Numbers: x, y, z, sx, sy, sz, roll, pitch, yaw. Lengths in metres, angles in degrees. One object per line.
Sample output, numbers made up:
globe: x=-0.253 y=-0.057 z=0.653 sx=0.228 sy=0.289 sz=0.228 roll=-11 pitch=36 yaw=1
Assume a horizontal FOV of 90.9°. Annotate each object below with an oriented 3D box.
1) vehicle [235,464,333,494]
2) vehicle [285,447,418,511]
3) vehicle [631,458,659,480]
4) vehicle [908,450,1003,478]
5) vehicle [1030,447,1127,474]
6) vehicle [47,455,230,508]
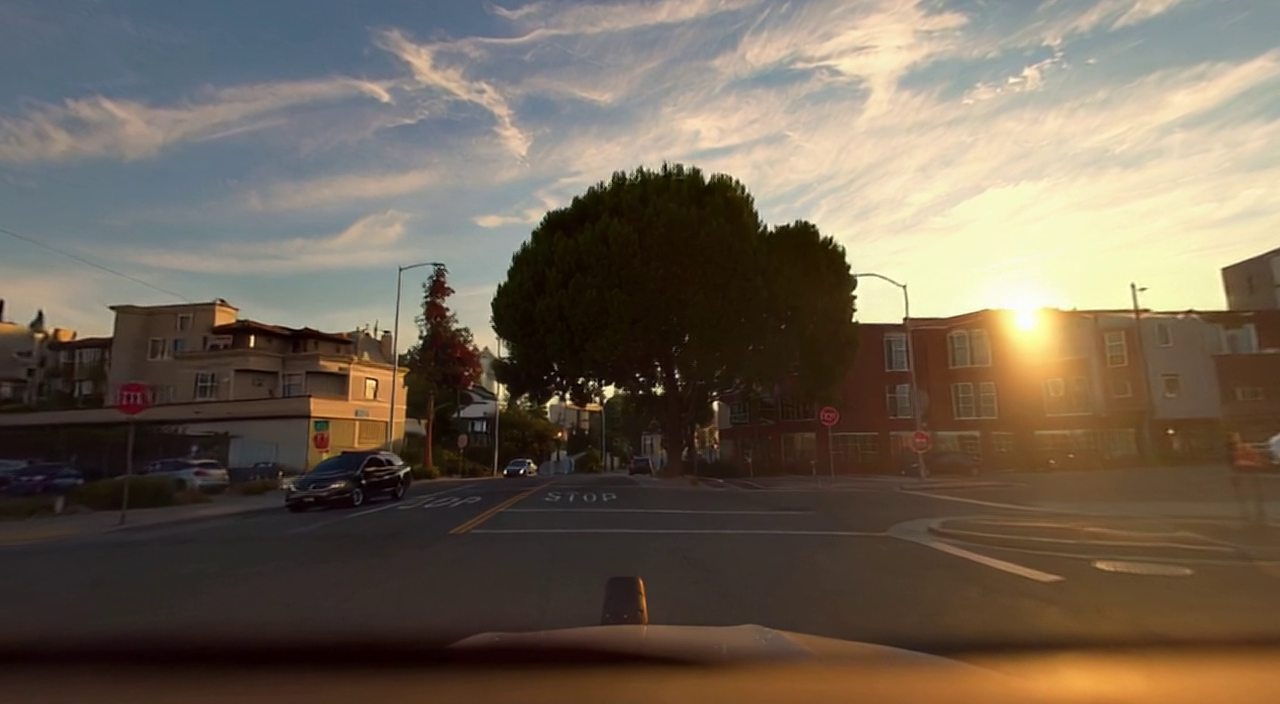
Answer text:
vehicle: x=-19.875 y=7.102 z=35.327 sx=4.277 sy=1.527 sz=1.987 roll=0 pitch=-9 yaw=-2
vehicle: x=-8.493 y=3.788 z=19.159 sx=2.156 sy=1.620 sz=4.945 roll=0 pitch=-10 yaw=-6
vehicle: x=0.345 y=8.689 z=47.144 sx=1.851 sy=1.471 sz=4.372 roll=0 pitch=-9 yaw=-2
vehicle: x=18.446 y=6.547 z=36.995 sx=4.528 sy=1.458 sz=1.939 roll=0 pitch=-7 yaw=-4
vehicle: x=25.904 y=6.416 z=37.298 sx=4.323 sy=1.507 sz=1.896 roll=0 pitch=-9 yaw=-3
vehicle: x=-17.592 y=4.496 z=22.349 sx=2.010 sy=1.583 sz=4.582 roll=-7 pitch=-10 yaw=35
